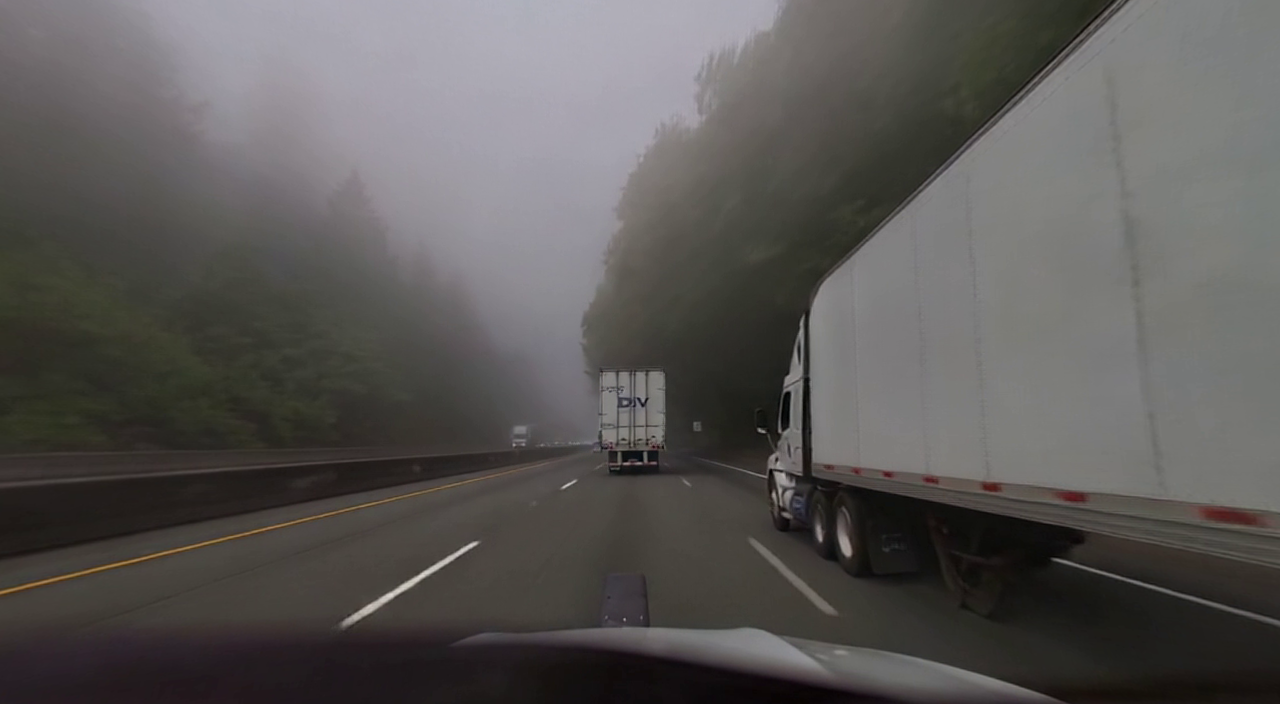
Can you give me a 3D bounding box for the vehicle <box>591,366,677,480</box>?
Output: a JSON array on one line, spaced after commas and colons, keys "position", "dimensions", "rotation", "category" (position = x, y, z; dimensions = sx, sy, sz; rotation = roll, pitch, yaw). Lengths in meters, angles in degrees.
[{"position": [-0.377, 3.189, 27.175], "dimensions": [2.969, 3.957, 10.270], "rotation": [0, -8, -2], "category": "vehicle"}]
